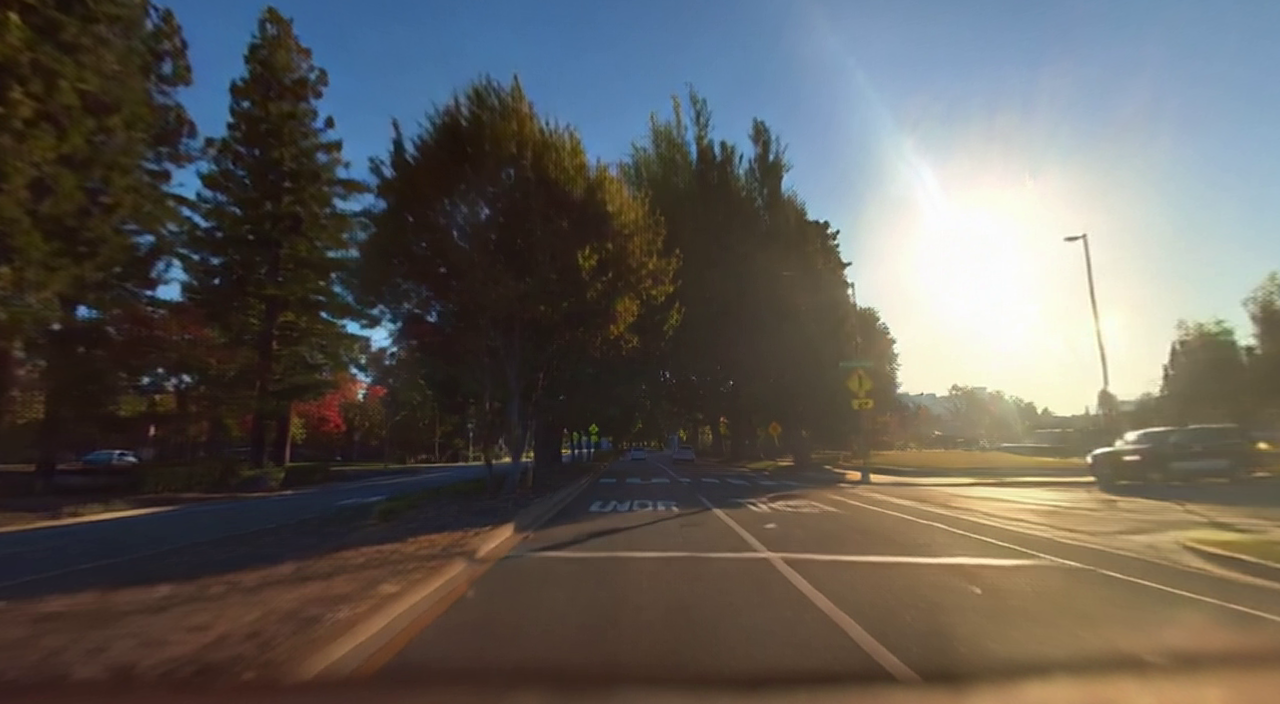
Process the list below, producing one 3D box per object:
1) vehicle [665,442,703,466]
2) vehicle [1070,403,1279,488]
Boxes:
[{"bbox_3d":[2.931,6.928,43.033,2.142,1.501,4.273,0,-8,-1],"label":"vehicle"},{"bbox_3d":[18.185,3.117,21.403,5.378,2.566,2.402,-1,-6,-2],"label":"vehicle"}]
